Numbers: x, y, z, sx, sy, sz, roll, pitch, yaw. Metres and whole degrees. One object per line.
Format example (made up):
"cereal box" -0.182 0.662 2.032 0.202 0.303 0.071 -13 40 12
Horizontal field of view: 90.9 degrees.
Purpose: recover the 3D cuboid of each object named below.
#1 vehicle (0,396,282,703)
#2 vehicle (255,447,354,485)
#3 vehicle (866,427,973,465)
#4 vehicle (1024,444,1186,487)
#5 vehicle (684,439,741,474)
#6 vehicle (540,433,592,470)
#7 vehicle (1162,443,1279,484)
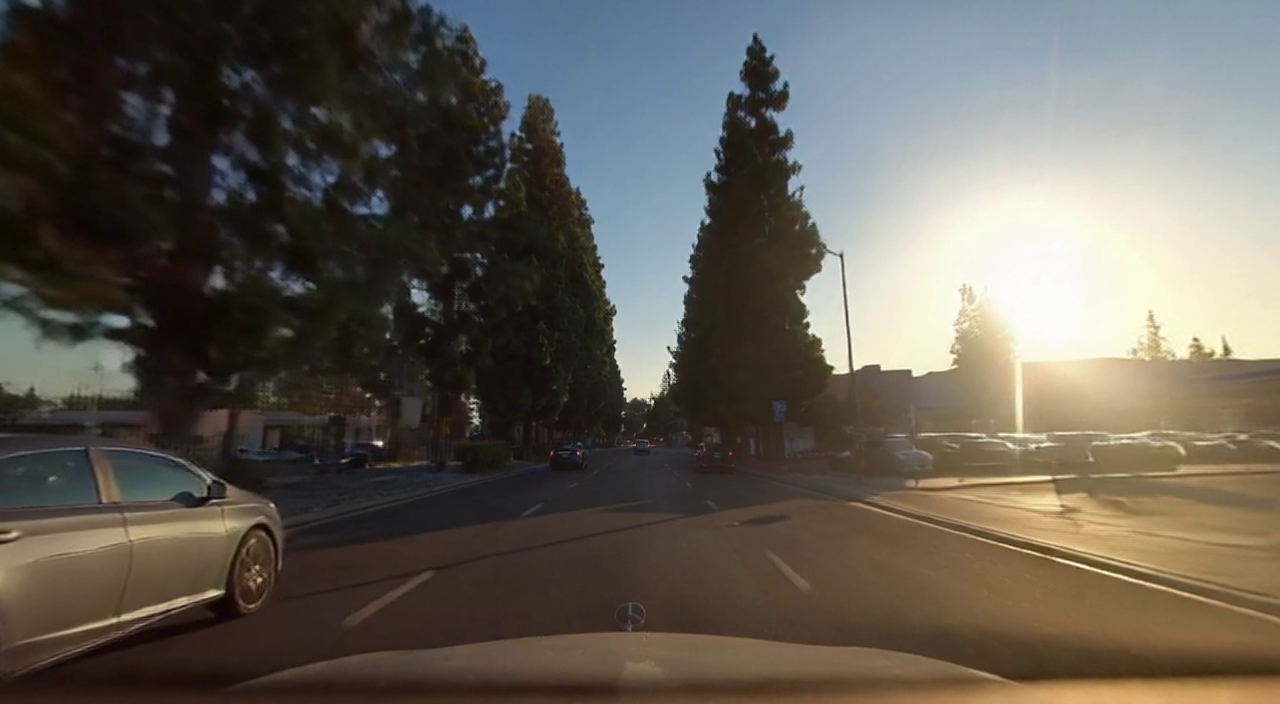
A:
"vehicle" -4.004 0.933 2.644 1.988 1.530 5.155 0 -8 0
"vehicle" -14.705 4.980 27.947 1.977 1.491 4.496 0 -8 -1
"vehicle" 14.050 4.758 32.040 2.097 1.779 4.720 4 -9 -24
"vehicle" 16.765 4.069 22.816 4.717 1.461 1.874 2 -9 -10
"vehicle" 3.254 4.767 29.090 2.010 1.486 4.498 0 -8 -1
"vehicle" -3.623 4.977 31.688 2.051 1.747 4.370 0 -8 1
"vehicle" 22.409 4.141 23.557 4.344 1.433 1.784 1 -8 -5
